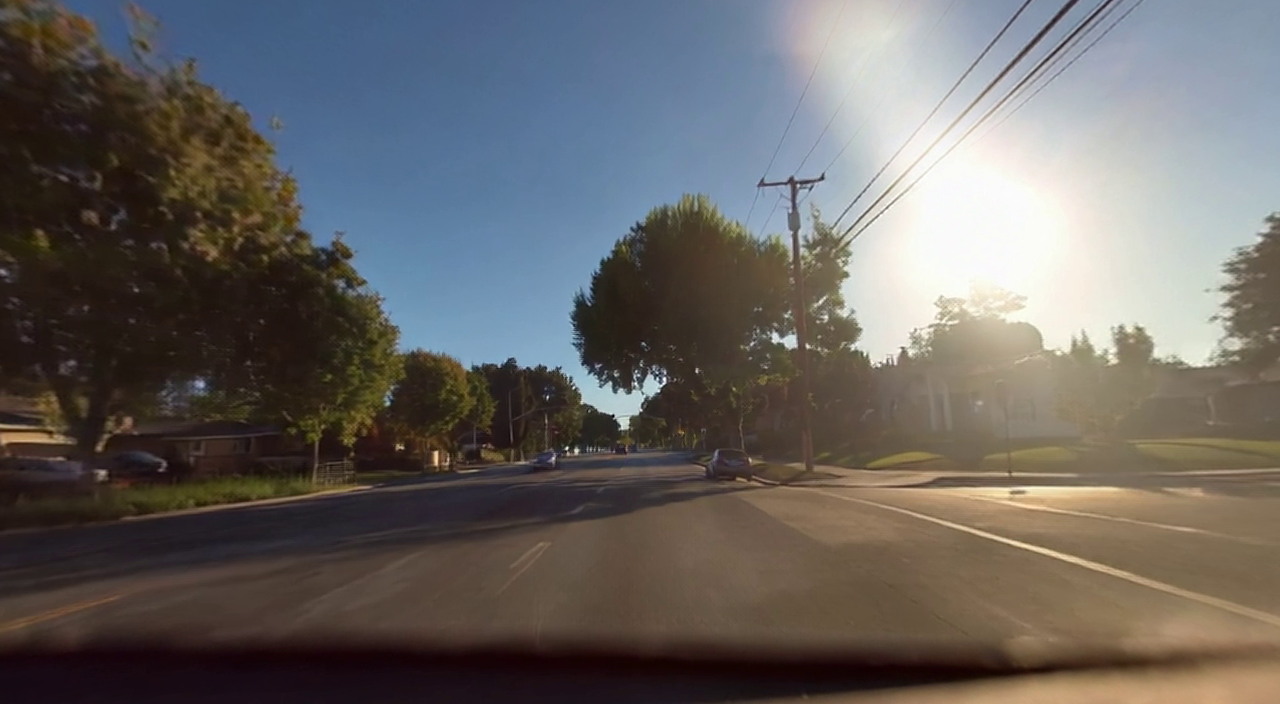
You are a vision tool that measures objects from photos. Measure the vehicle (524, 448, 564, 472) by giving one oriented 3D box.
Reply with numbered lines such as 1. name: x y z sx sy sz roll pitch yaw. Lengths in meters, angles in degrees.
1. vehicle: -6.501 7.322 43.189 2.049 1.494 4.226 -1 -8 0

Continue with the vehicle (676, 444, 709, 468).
1. vehicle: 3.977 7.986 48.707 2.020 1.690 4.621 -1 -9 -1

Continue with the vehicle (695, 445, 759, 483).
1. vehicle: 3.736 4.885 27.940 2.031 1.500 4.590 -1 -8 -1

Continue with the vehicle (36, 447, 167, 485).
1. vehicle: -28.639 6.054 33.725 4.750 1.845 2.382 -1 -8 -1
